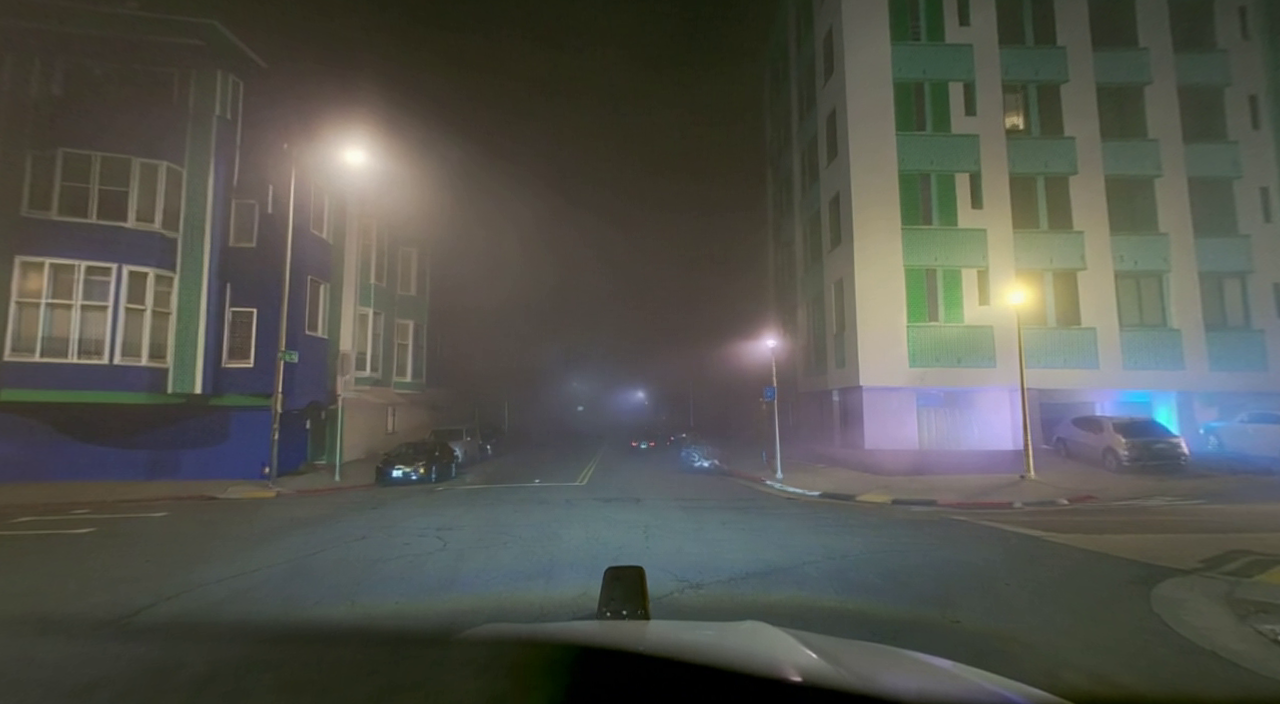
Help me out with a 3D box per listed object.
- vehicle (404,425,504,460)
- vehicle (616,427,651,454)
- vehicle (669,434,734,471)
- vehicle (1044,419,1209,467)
[{"bbox_3d":[-11.427,5.591,38.882,5.540,1.950,2.113,4,-12,-28],"label":"vehicle"},{"bbox_3d":[-0.456,6.410,45.664,2.412,1.834,4.636,0,-8,0],"label":"vehicle"},{"bbox_3d":[2.527,4.295,27.059,2.290,1.456,4.503,0,-9,-1],"label":"vehicle"},{"bbox_3d":[15.420,2.914,20.140,3.752,1.453,1.709,0,-9,2],"label":"vehicle"}]
